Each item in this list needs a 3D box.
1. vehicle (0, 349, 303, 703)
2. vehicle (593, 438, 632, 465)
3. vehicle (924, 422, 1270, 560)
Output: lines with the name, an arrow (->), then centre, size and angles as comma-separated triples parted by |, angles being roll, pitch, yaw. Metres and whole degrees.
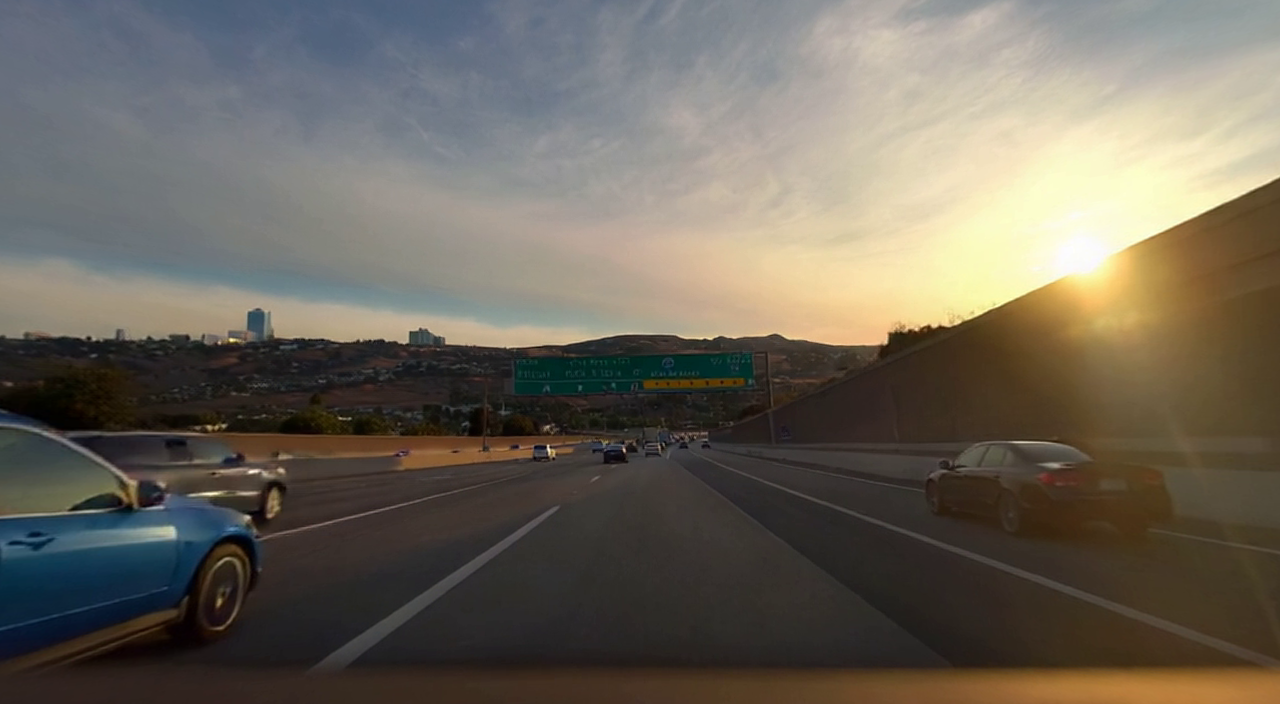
vehicle -> -3.940, 0.834, 2.585 | 2.210, 1.730, 5.133 | 0, -8, 1
vehicle -> -1.964, 7.309, 46.409 | 2.172, 1.824, 5.031 | -1, -8, 5
vehicle -> 6.541, 2.011, 9.921 | 2.122, 1.646, 4.491 | 0, -8, 1
